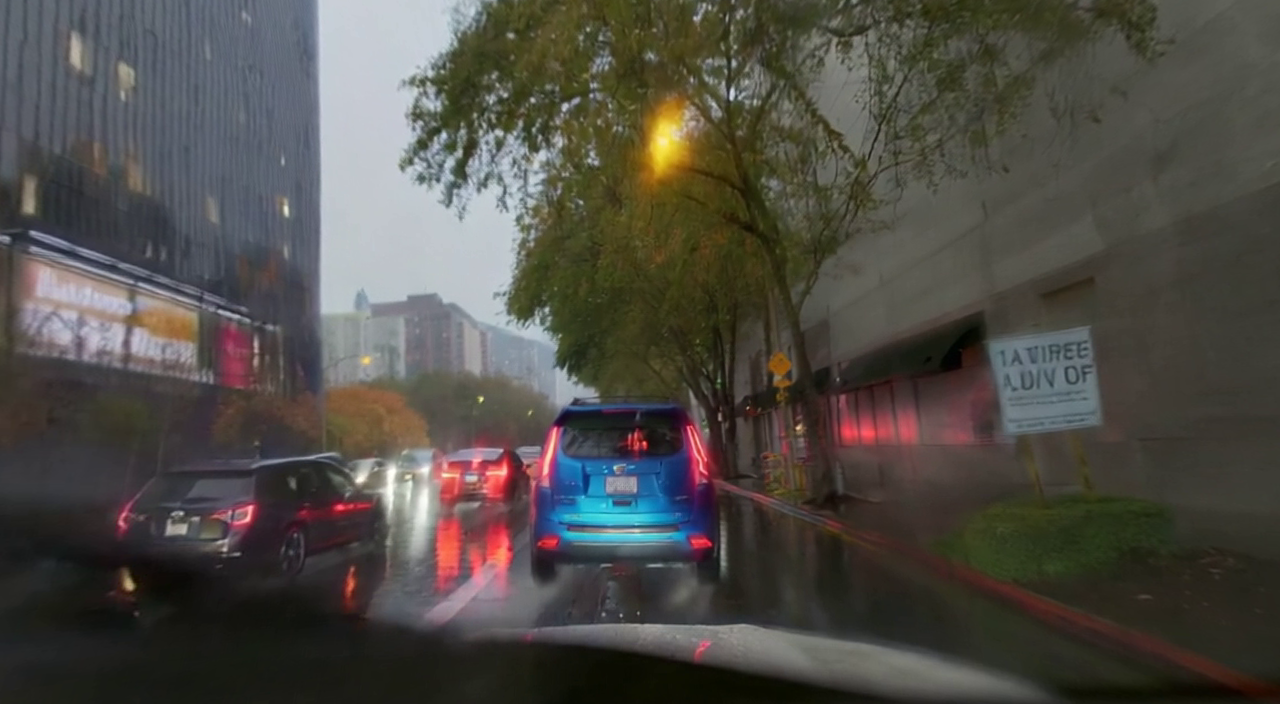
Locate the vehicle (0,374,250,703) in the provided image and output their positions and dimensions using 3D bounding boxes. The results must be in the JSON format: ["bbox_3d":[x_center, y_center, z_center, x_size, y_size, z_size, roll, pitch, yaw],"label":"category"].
[{"bbox_3d":[-3.186,0.798,1.338,1.971,1.658,4.428,0,-8,-2],"label":"vehicle"}]

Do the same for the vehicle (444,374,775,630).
[{"bbox_3d":[-0.372,1.457,7.132,2.531,1.930,4.382,0,-9,-4],"label":"vehicle"}]

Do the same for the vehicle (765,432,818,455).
[{"bbox_3d":[10.252,6.187,42.682,1.877,1.416,3.965,-9,-12,38],"label":"vehicle"}]

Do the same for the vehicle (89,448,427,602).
[{"bbox_3d":[-4.517,2.042,8.503,1.876,1.448,4.464,0,-8,-2],"label":"vehicle"}]
